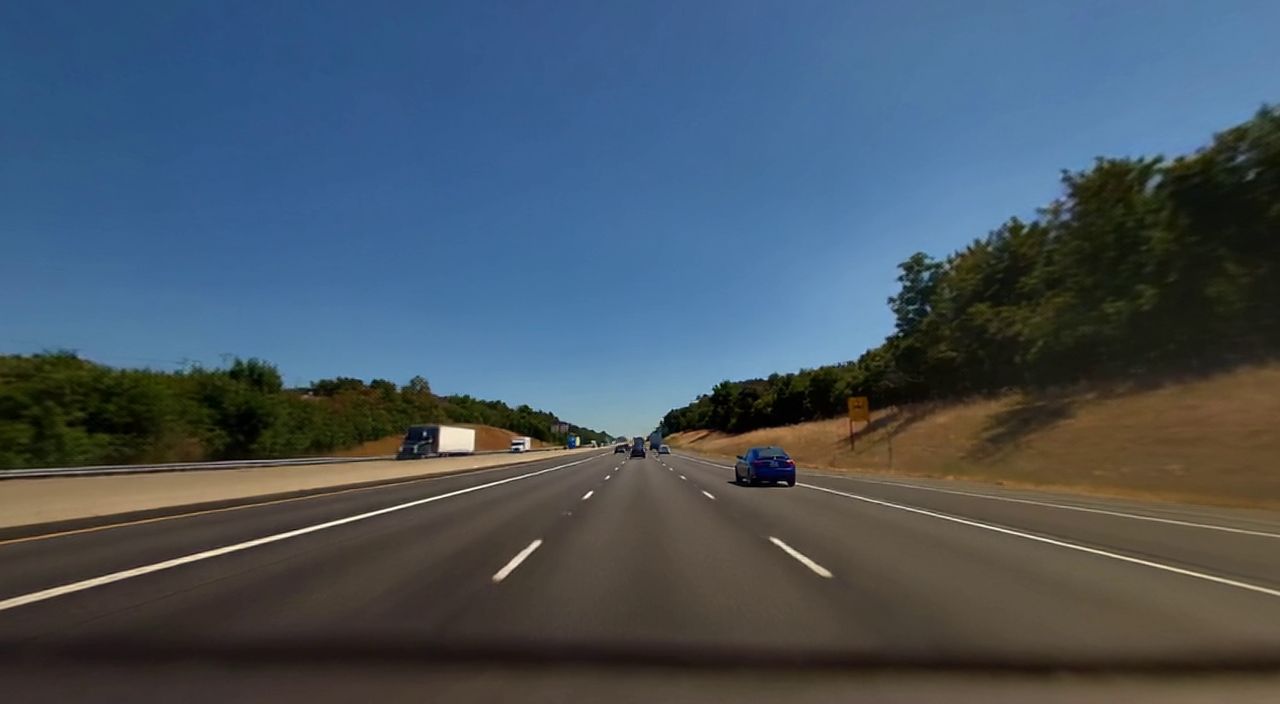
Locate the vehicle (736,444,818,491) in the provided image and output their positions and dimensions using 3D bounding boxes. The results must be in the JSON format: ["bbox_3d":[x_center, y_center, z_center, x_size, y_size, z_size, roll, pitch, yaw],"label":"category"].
[{"bbox_3d":[4.719,4.023,22.307,1.967,1.472,3.751,0,-9,-2],"label":"vehicle"}]
